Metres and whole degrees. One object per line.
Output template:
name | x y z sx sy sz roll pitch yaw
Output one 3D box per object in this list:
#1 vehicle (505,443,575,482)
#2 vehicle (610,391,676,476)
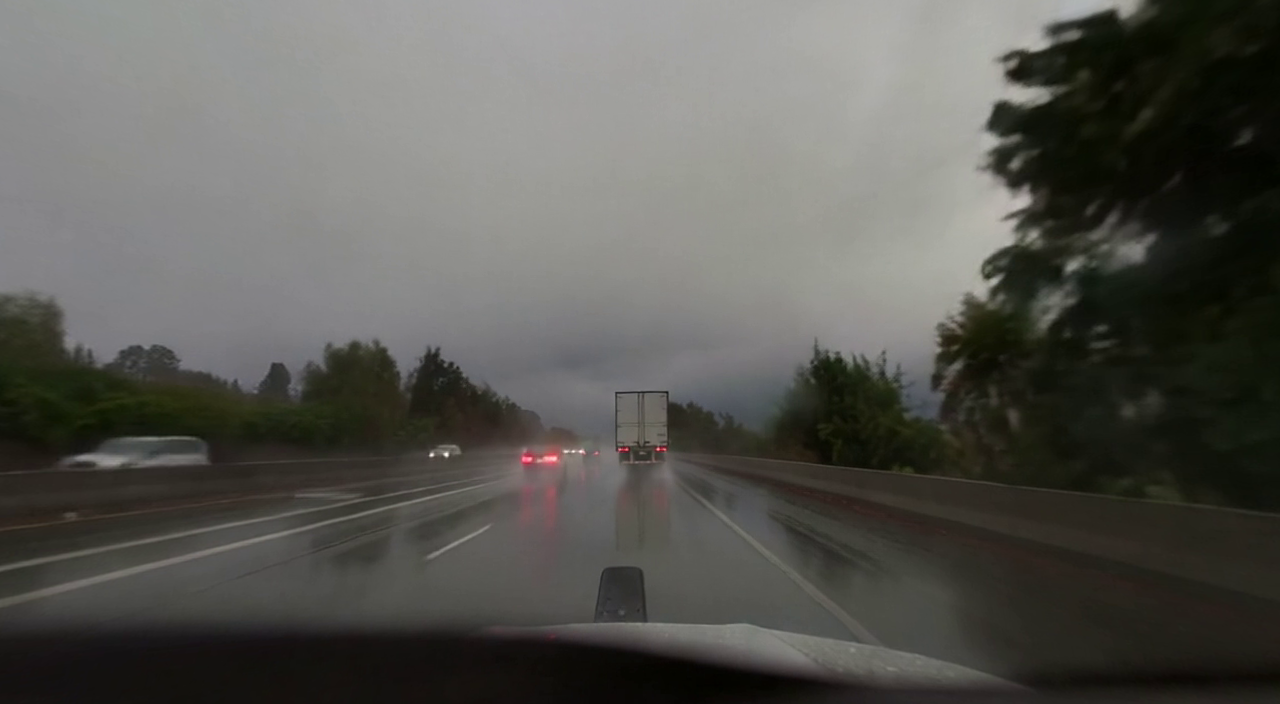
vehicle | -4.174 4.728 27.150 2.206 1.478 4.824 0 -9 1
vehicle | 0.068 4.434 33.350 2.959 3.828 9.617 0 -9 -1
